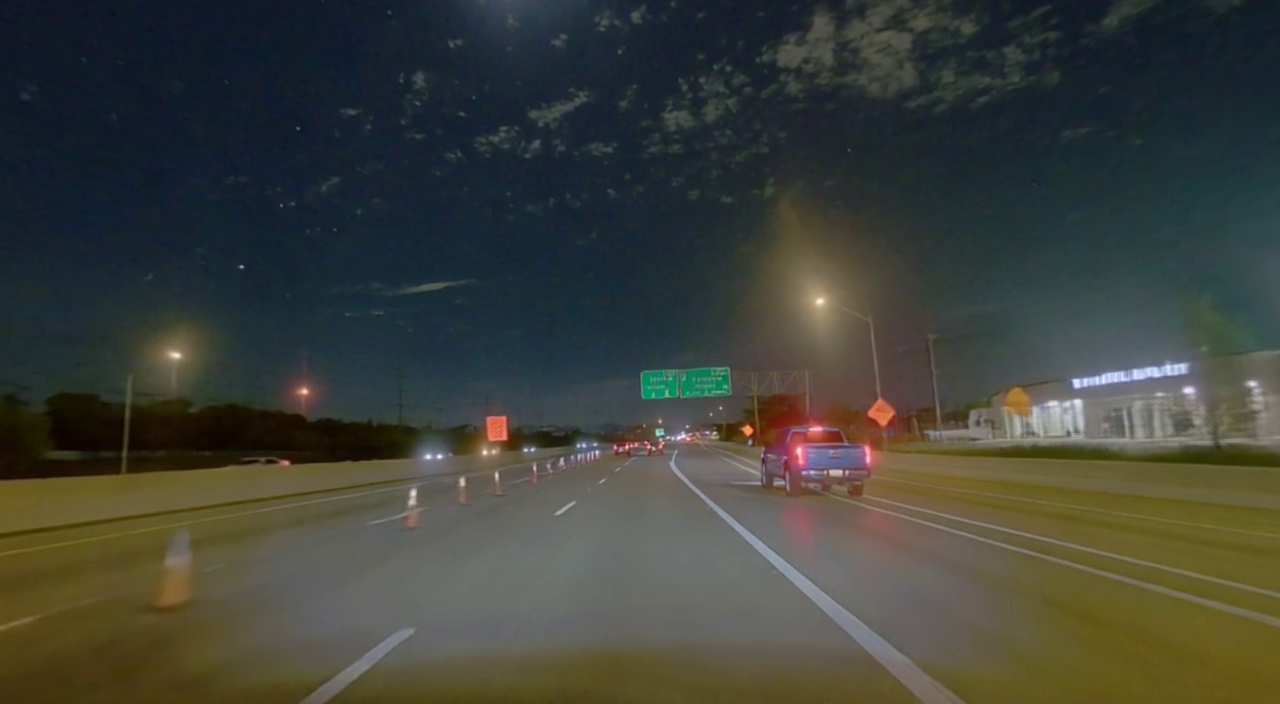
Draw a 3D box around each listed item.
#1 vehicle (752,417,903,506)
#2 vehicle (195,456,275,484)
[{"bbox_3d":[4.399,2.686,15.920,2.186,1.840,5.289,0,-8,0],"label":"vehicle"},{"bbox_3d":[-24.547,7.178,38.483,1.884,1.494,4.524,0,-8,0],"label":"vehicle"}]
